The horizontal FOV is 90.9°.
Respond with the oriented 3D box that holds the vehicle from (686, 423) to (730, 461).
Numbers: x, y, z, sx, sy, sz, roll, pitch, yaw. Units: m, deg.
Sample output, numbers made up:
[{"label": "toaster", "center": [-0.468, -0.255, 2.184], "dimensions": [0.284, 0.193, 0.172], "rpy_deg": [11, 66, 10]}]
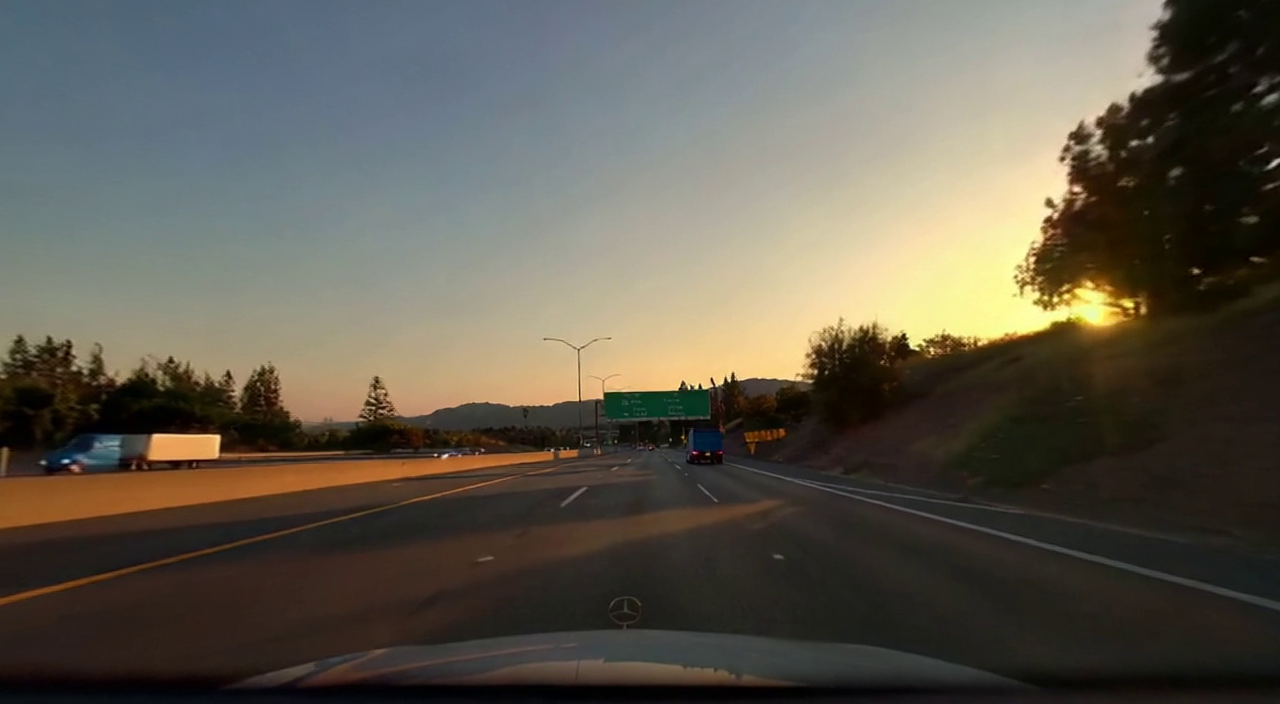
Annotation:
[{"label": "vehicle", "center": [4.690, 6.334, 44.257], "dimensions": [2.430, 2.495, 6.062], "rpy_deg": [0, -8, 0]}]
